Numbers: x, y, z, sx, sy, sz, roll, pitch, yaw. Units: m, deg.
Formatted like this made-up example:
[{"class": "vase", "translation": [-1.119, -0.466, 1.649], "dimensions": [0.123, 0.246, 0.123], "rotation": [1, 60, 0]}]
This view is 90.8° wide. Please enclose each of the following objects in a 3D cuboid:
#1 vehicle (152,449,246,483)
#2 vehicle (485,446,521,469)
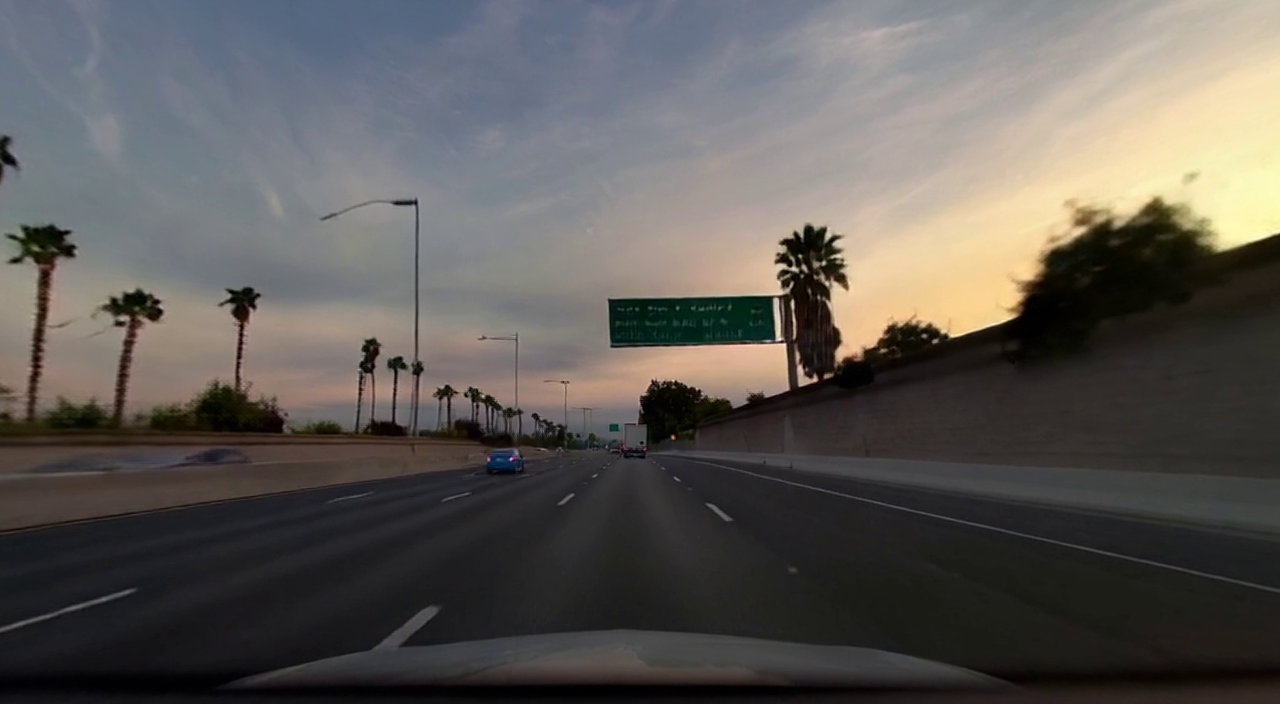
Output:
[{"class": "vehicle", "translation": [-22.850, 5.883, 32.947], "dimensions": [1.894, 1.619, 4.181], "rotation": [0, -9, -1]}, {"class": "vehicle", "translation": [-10.594, 8.180, 49.153], "dimensions": [1.897, 1.653, 4.113], "rotation": [0, -9, 0]}]
